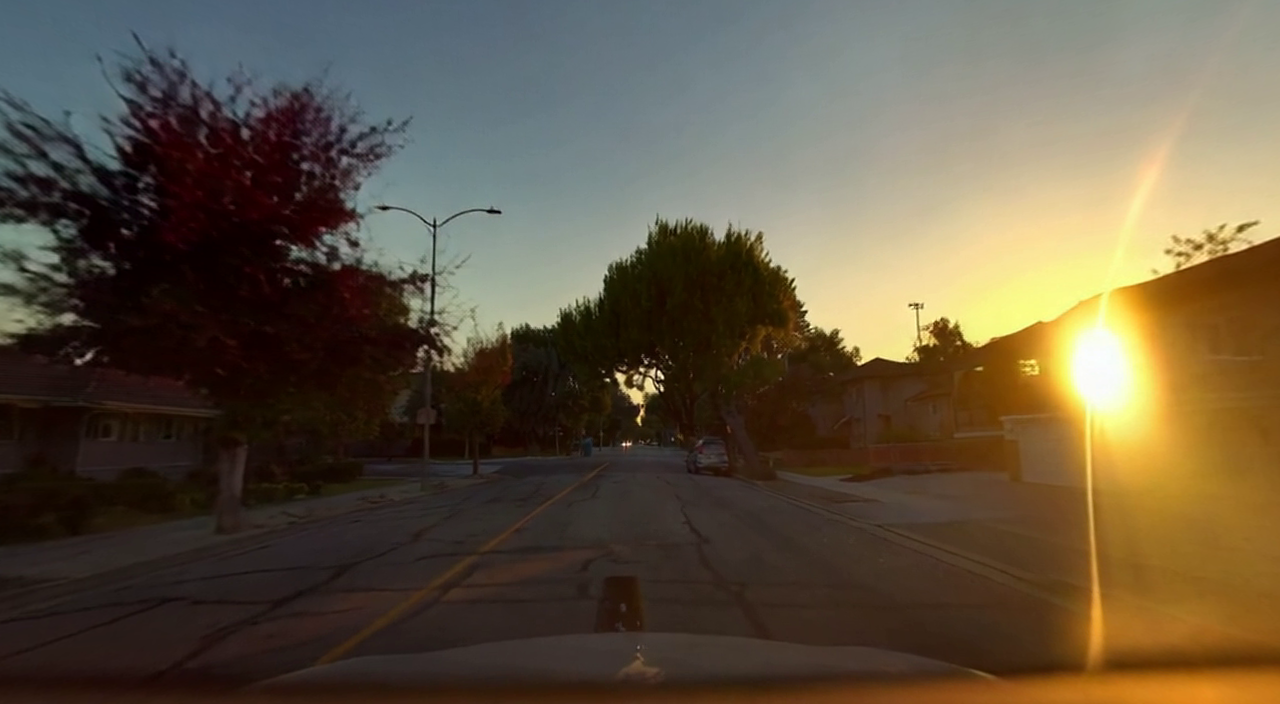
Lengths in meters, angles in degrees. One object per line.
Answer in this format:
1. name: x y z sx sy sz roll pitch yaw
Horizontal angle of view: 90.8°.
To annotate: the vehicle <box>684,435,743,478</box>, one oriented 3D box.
1. vehicle: 3.135 4.568 27.916 2.086 1.726 4.384 0 -8 0
